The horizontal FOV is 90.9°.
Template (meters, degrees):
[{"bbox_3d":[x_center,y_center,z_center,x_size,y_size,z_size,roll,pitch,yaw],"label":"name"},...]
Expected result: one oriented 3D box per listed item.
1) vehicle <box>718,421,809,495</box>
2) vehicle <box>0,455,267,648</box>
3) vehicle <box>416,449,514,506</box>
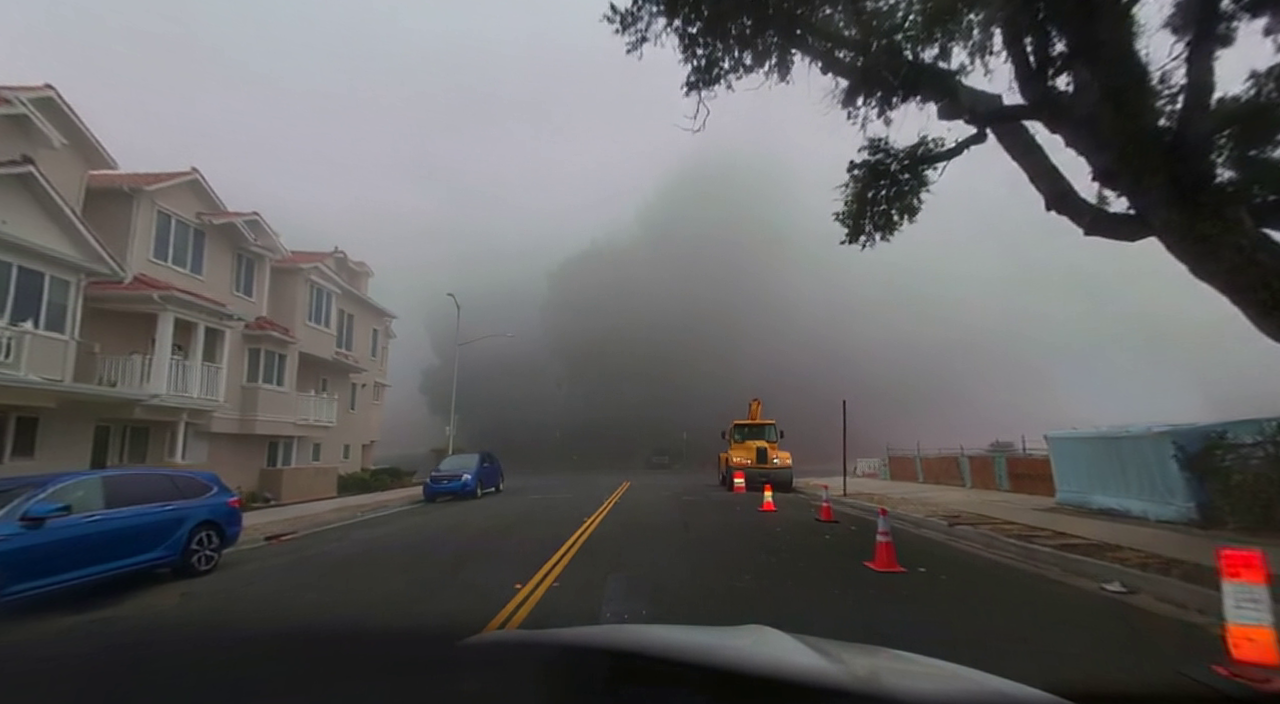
[{"bbox_3d":[4.670,4.075,24.541,2.501,2.613,3.505,1,-9,-6],"label":"vehicle"},{"bbox_3d":[-6.482,1.964,6.746,1.974,1.479,4.888,0,-7,1],"label":"vehicle"},{"bbox_3d":[-6.410,4.610,23.735,2.220,1.765,4.799,0,-7,1],"label":"vehicle"}]
